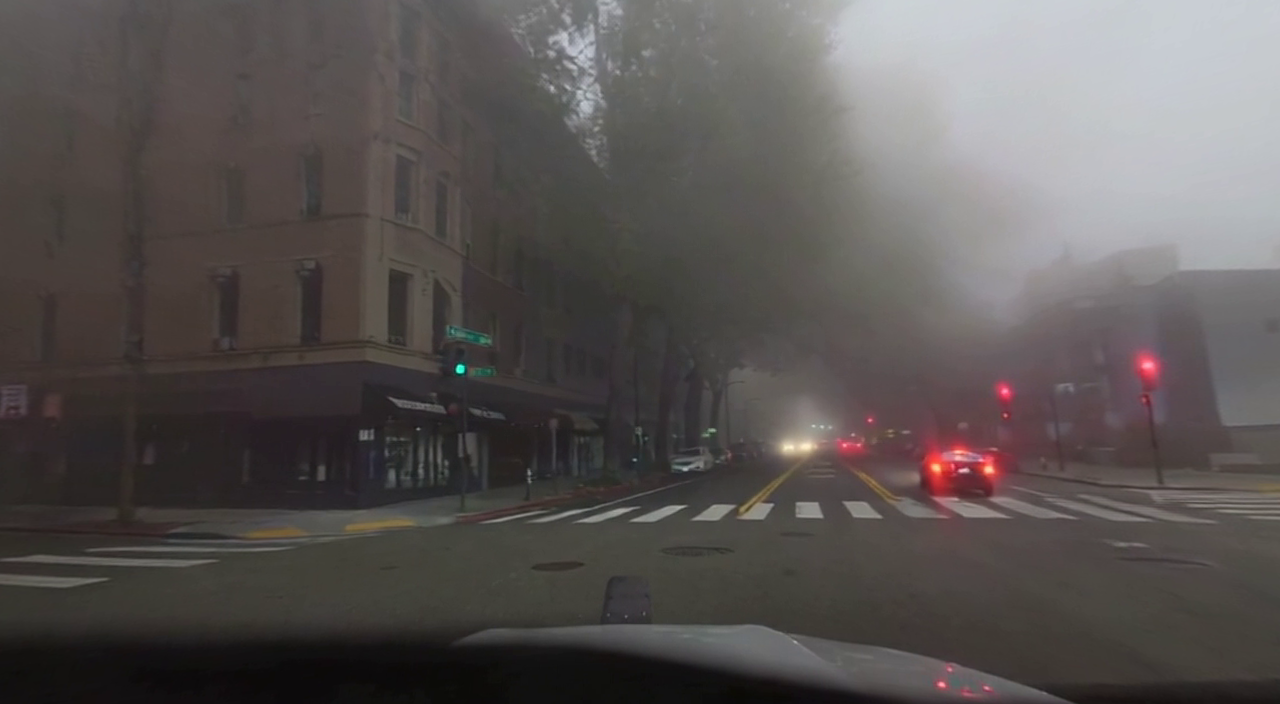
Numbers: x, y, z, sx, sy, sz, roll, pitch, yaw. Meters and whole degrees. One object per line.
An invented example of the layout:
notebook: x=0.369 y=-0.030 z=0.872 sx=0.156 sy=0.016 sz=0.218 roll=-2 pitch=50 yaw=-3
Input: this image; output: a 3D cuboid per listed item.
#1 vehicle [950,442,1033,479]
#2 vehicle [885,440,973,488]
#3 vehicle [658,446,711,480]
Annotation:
vehicle: x=15.815 y=4.871 z=28.611 sx=1.997 sy=1.510 sz=4.455 roll=-2 pitch=-9 yaw=12
vehicle: x=9.916 y=3.829 z=21.952 sx=2.014 sy=1.474 sz=4.090 roll=-2 pitch=-9 yaw=14
vehicle: x=2.436 y=5.802 z=33.380 sx=2.127 sy=1.533 sz=4.547 roll=0 pitch=-7 yaw=13
